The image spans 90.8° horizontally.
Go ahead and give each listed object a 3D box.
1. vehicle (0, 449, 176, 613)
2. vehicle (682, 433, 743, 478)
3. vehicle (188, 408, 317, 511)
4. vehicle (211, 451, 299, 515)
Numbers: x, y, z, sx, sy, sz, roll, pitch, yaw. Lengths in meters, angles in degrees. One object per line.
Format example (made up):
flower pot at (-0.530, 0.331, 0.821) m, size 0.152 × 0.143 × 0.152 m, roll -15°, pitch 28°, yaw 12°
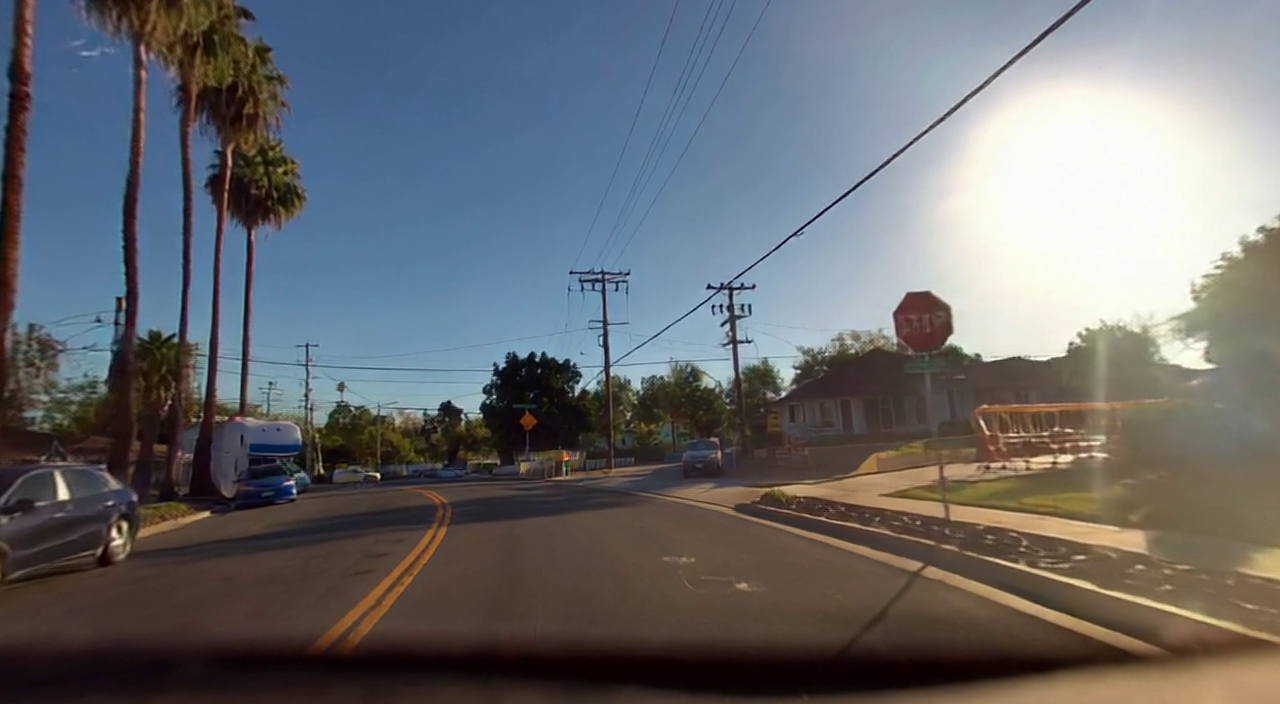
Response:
vehicle at (-7.921, 2.053, 7.744) m, size 2.085 × 1.545 × 4.340 m, roll 1°, pitch -7°, yaw -15°
vehicle at (3.420, 5.009, 31.179) m, size 2.508 × 1.887 × 5.930 m, roll -1°, pitch -7°, yaw 2°
vehicle at (-17.766, 4.611, 28.424) m, size 3.216 × 3.720 × 11.364 m, roll 4°, pitch -9°, yaw -39°
vehicle at (-12.306, 4.097, 20.418) m, size 2.103 × 1.599 × 4.865 m, roll 3°, pitch -8°, yaw -29°
